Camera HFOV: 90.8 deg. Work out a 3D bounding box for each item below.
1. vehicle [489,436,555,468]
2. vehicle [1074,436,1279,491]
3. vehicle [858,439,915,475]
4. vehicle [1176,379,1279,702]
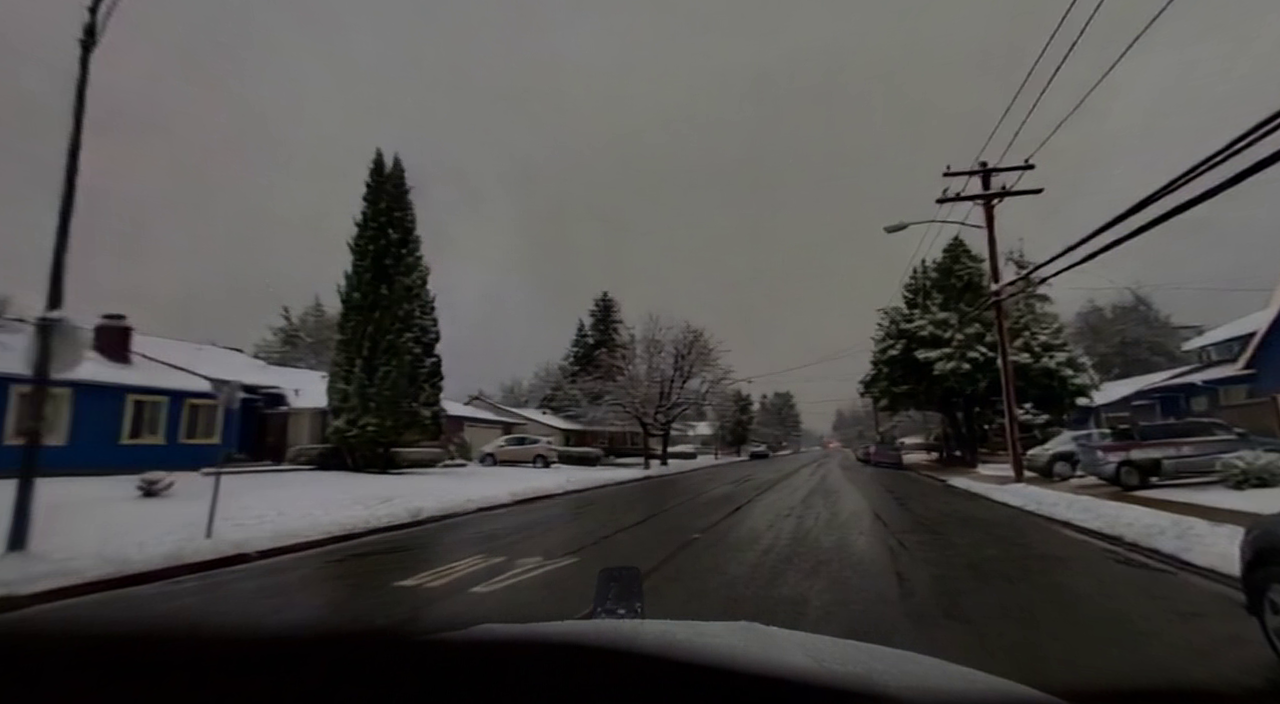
[{"bbox_3d":[-7.157,6.176,38.985,2.034,1.829,5.161,-3,-10,14],"label":"vehicle"},{"bbox_3d":[15.980,3.268,18.727,4.625,1.501,2.011,-3,-9,16],"label":"vehicle"},{"bbox_3d":[13.685,5.817,35.403,2.114,1.858,5.144,-2,-9,12],"label":"vehicle"},{"bbox_3d":[4.064,0.793,1.795,2.067,1.747,4.522,-3,-9,16],"label":"vehicle"}]
